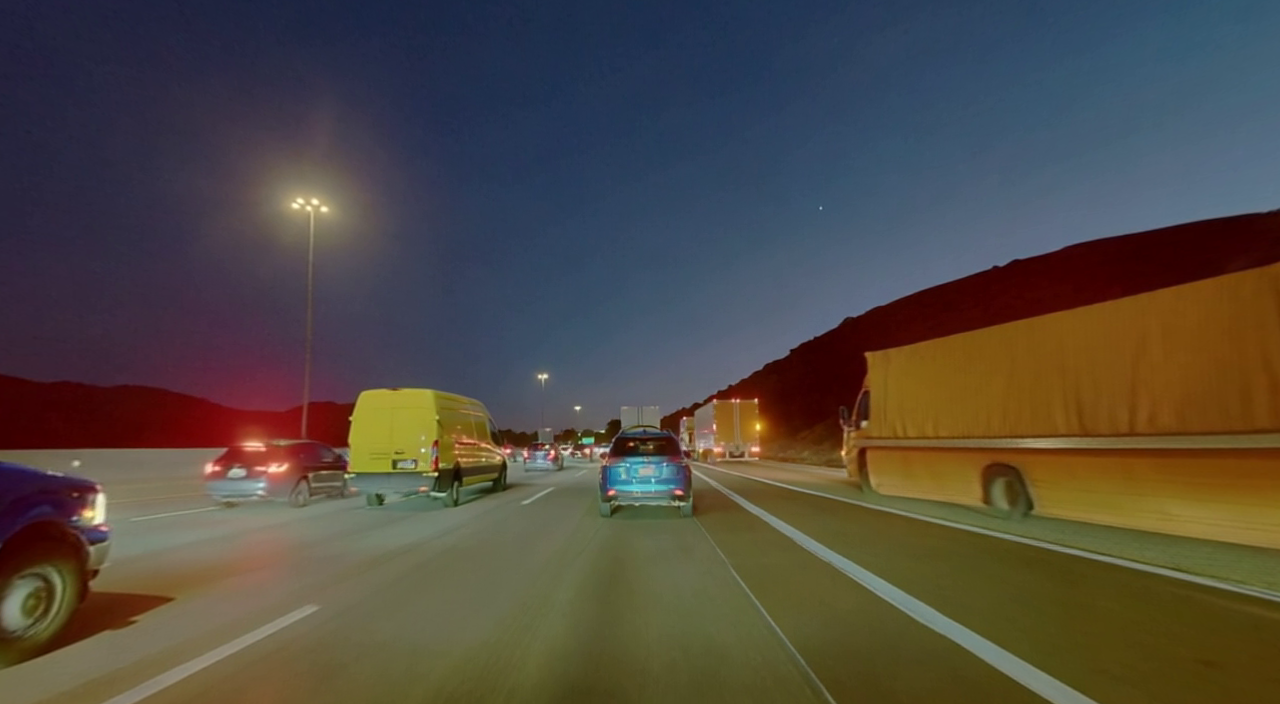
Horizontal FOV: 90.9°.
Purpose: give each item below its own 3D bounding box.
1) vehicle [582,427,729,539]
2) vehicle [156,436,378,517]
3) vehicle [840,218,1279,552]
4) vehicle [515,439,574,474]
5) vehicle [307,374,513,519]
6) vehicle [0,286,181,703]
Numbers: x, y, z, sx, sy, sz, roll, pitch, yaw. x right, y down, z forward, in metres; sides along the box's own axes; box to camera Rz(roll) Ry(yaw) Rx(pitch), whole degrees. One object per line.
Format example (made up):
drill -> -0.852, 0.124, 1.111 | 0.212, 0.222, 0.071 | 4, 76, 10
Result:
vehicle -> 0.164, 2.076, 10.631 | 2.003, 1.499, 3.930 | 0, -8, -1
vehicle -> -7.844, 2.623, 13.965 | 1.968, 1.459, 4.737 | -1, -8, 1
vehicle -> 8.129, 1.141, 12.562 | 2.977, 3.878, 11.111 | 1, -9, -10
vehicle -> -4.341, 4.834, 29.446 | 2.007, 1.457, 4.447 | 0, -8, 1
vehicle -> -4.608, 2.072, 13.975 | 2.300, 2.522, 5.701 | 0, -8, 1
vehicle -> -4.275, 0.493, 1.527 | 2.195, 2.086, 5.445 | 0, -8, 0
